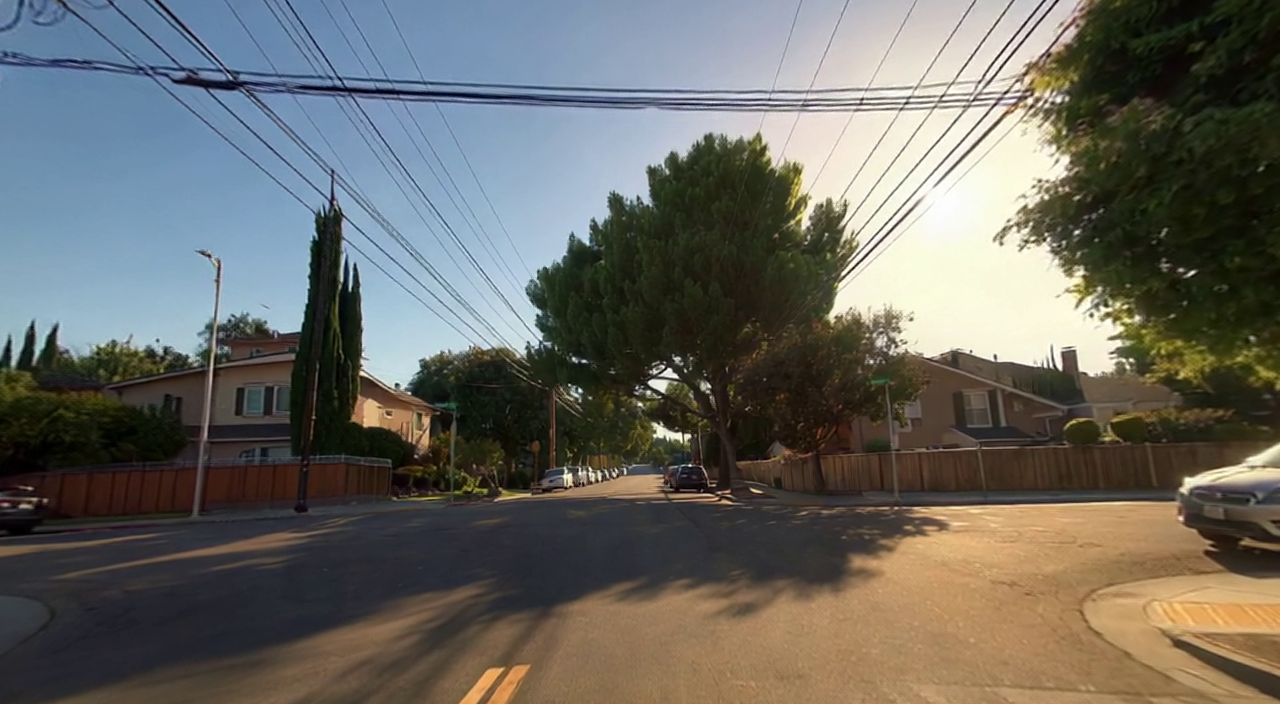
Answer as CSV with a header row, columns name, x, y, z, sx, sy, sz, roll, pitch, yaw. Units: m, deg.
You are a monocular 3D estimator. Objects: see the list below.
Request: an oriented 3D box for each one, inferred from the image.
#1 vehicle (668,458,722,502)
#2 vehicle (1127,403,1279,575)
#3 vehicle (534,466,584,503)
name,x,y,z,sx,sy,sz,roll,pitch,yaw
vehicle,2.582,6.129,30.696,2.051,1.874,4.459,0,-9,-2
vehicle,9.703,1.702,8.213,4.677,1.949,2.334,-1,-9,3
vehicle,-4.312,7.128,34.216,2.189,1.771,4.571,0,-10,-1
